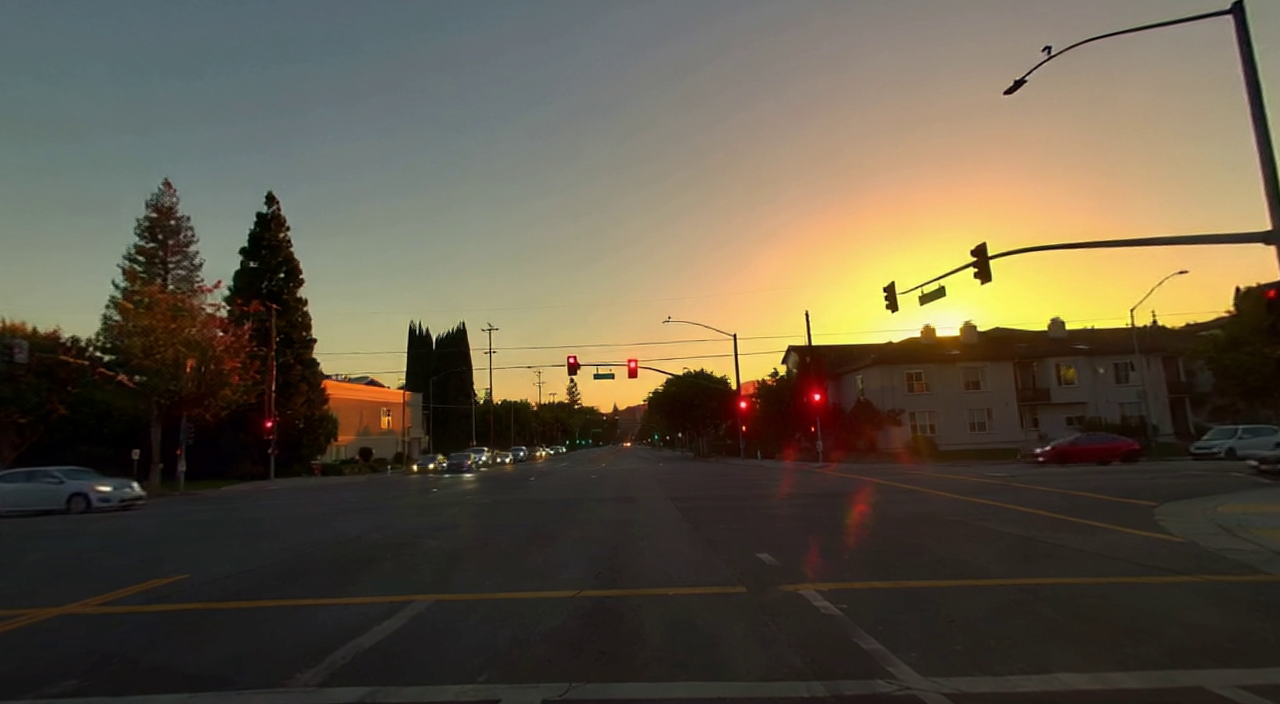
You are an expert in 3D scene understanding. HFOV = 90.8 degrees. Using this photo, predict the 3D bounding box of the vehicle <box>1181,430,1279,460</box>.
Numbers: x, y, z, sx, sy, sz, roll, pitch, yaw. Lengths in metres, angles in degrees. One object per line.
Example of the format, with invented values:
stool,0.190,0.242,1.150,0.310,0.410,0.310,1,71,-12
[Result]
vehicle,31.320,4.884,33.023,4.318,1.488,1.870,0,-9,-1

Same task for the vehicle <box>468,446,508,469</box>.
vehicle,-10.718,7.459,44.754,1.881,1.509,3.377,0,-9,1

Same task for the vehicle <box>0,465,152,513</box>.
vehicle,-19.812,4.604,21.429,4.823,1.449,2.017,-1,-9,1

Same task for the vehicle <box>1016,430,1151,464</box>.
vehicle,21.241,4.579,30.472,4.873,1.539,1.932,-2,-9,12
